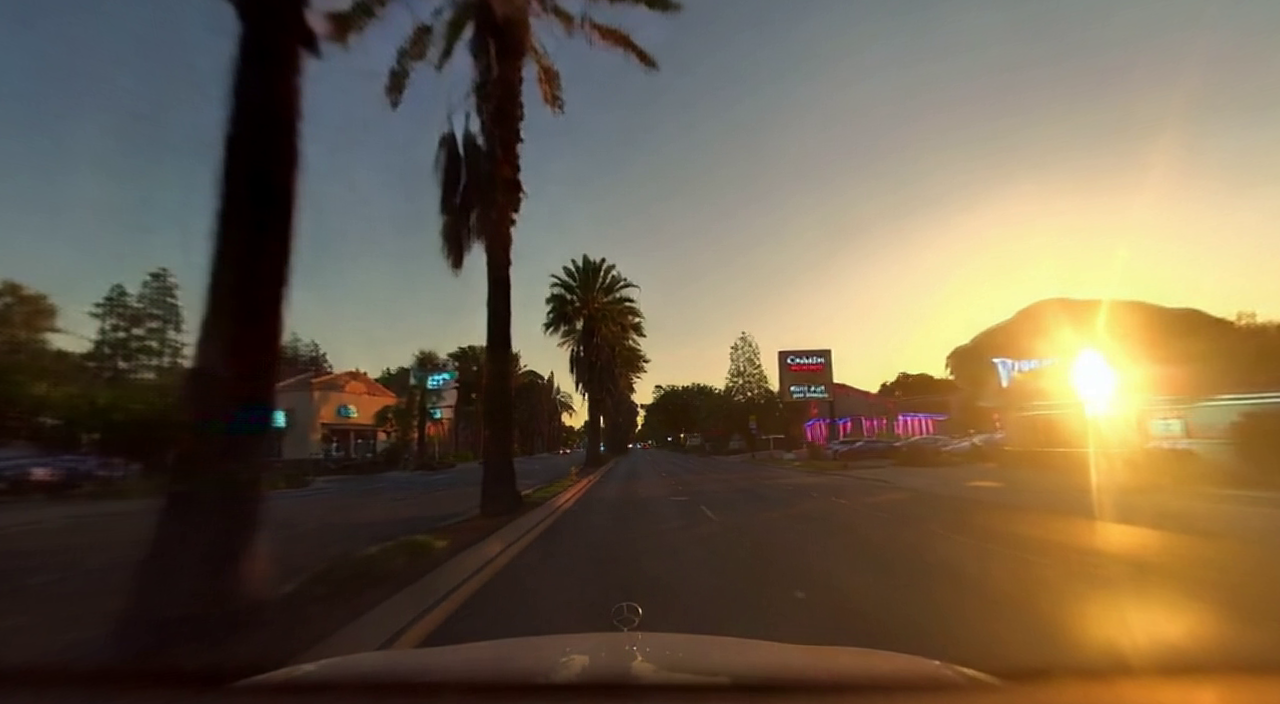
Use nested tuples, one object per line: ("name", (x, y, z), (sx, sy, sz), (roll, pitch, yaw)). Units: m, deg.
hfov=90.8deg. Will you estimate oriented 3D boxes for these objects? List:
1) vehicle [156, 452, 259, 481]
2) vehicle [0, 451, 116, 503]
("vehicle", (-27.732, 7.341, 40.698), (4.922, 1.751, 2.195), (3, -9, -16))
("vehicle", (-22.191, 4.475, 22.834), (4.534, 1.710, 2.073), (0, -8, -2))
